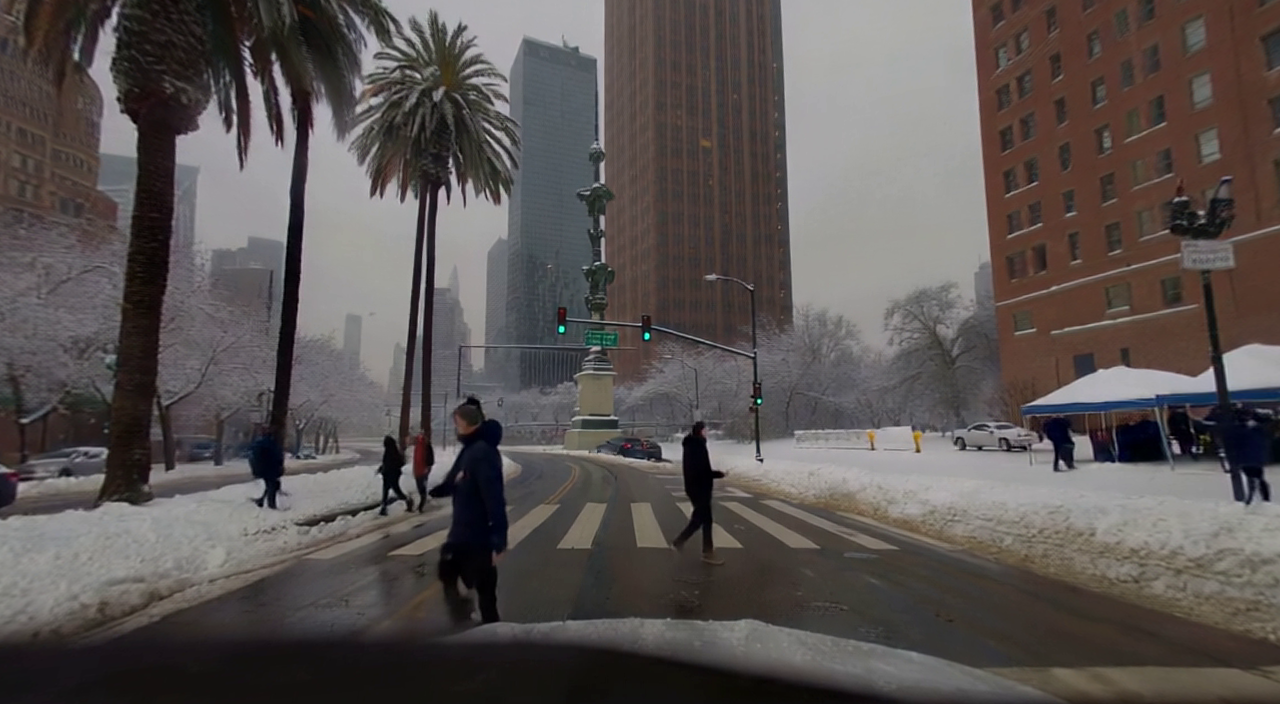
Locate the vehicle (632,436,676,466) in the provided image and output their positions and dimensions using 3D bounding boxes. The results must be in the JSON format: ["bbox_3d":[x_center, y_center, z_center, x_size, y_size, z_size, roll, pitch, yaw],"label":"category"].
[{"bbox_3d":[0.932,7.288,46.538,2.322,2.071,5.366,1,-9,-9],"label":"vehicle"}]

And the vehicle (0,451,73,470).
[{"bbox_3d":[-46.209,8.170,47.594,2.121,1.294,5.167,0,-8,1],"label":"vehicle"}]
